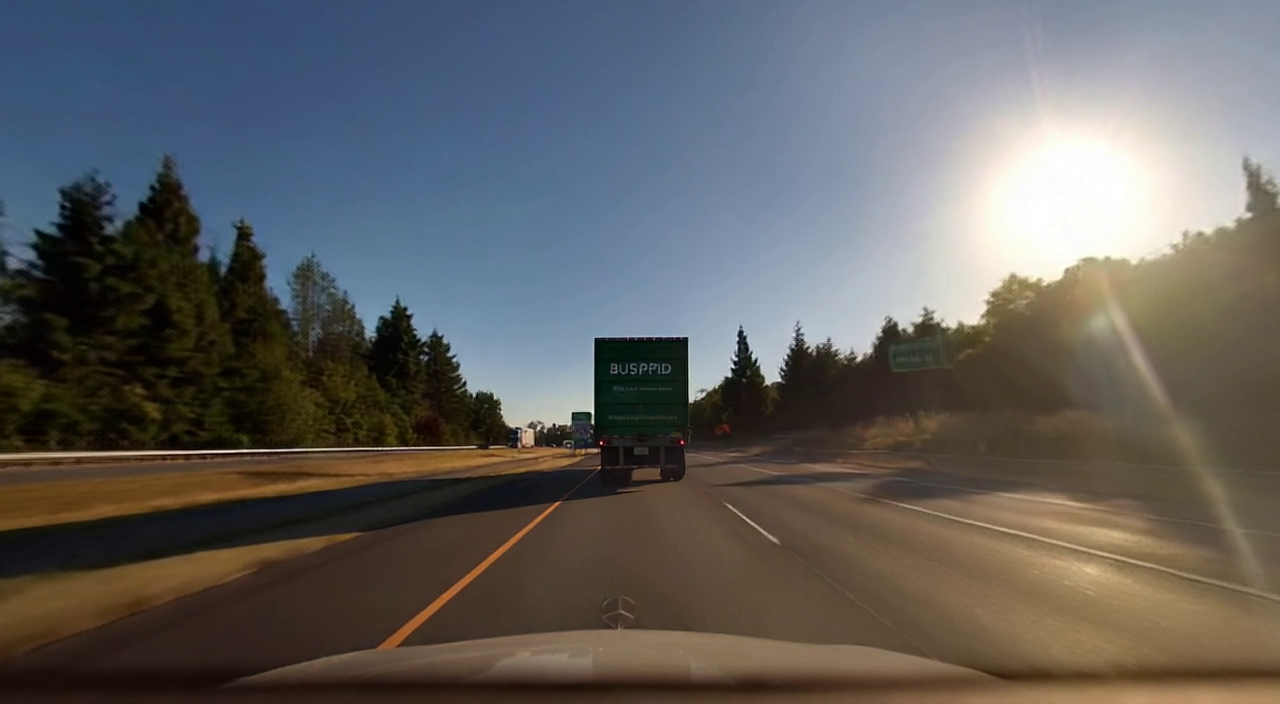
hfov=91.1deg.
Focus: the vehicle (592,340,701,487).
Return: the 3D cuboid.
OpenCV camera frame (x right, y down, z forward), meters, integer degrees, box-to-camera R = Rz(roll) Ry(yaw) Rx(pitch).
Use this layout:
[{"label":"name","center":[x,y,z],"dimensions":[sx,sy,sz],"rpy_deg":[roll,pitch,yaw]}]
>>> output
[{"label":"vehicle","center":[0.127,2.192,21.018],"dimensions":[2.870,3.911,8.697],"rpy_deg":[0,-8,-1]}]
